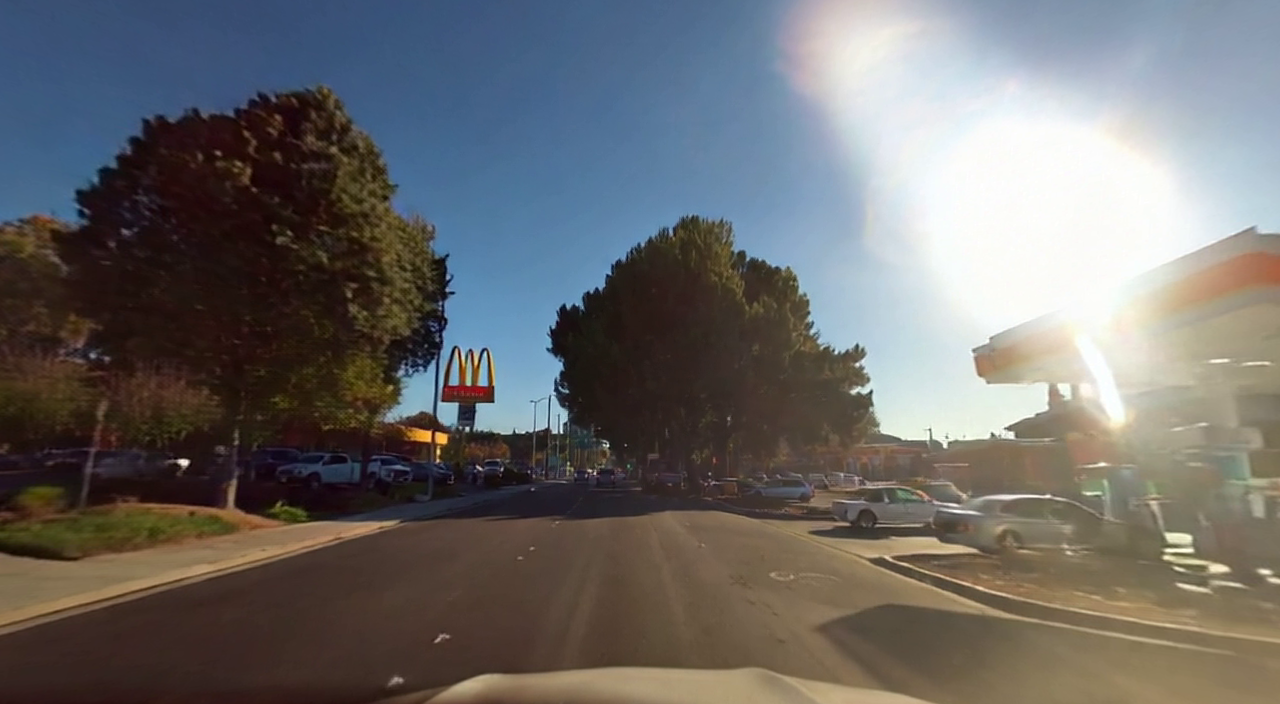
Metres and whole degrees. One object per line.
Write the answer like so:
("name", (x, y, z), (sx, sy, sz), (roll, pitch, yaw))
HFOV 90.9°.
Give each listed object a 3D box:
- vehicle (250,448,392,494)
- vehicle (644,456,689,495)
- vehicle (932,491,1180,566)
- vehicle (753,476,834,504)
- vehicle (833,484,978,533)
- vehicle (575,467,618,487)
("vehicle", (-12.670, 4.767, 25.246), (4.575, 1.641, 2.006), (11, -15, -43))
("vehicle", (1.465, 7.280, 37.351), (2.153, 2.074, 5.188), (1, -10, -3))
("vehicle", (9.360, 3.997, 14.455), (4.316, 1.462, 1.921), (1, -10, -3))
("vehicle", (8.784, 7.909, 36.204), (4.123, 1.446, 1.807), (1, -11, -3))
("vehicle", (9.104, 5.396, 21.862), (4.169, 1.474, 1.850), (1, -10, -2))
("vehicle", (-3.289, 9.573, 48.399), (1.993, 1.454, 3.810), (-3, -11, 18))
